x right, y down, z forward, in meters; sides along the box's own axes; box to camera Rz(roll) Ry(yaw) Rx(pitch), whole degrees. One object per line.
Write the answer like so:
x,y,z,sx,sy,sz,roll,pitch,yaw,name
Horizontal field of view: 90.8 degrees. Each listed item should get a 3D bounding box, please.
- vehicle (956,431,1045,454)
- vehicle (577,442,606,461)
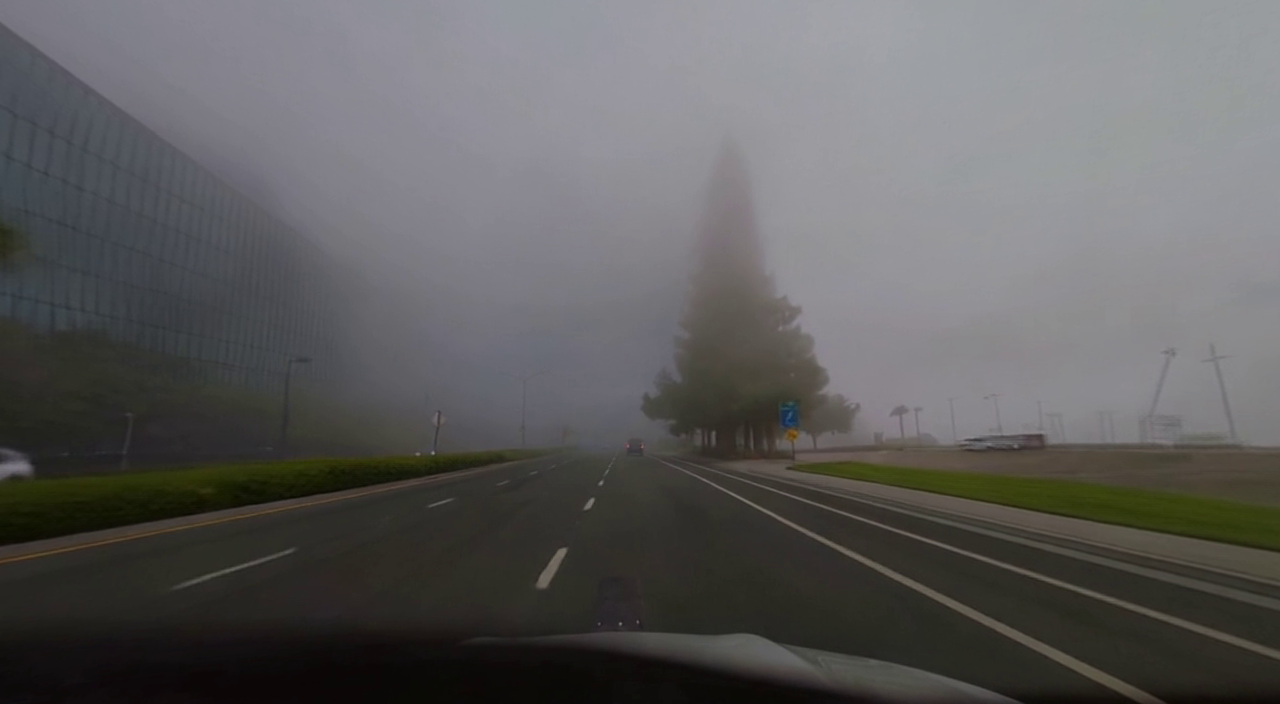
24.123,6.059,42.350,4.758,1.522,1.930,0,-8,-3,vehicle
-3.777,7.842,49.884,2.080,1.445,4.096,0,-8,-2,vehicle
